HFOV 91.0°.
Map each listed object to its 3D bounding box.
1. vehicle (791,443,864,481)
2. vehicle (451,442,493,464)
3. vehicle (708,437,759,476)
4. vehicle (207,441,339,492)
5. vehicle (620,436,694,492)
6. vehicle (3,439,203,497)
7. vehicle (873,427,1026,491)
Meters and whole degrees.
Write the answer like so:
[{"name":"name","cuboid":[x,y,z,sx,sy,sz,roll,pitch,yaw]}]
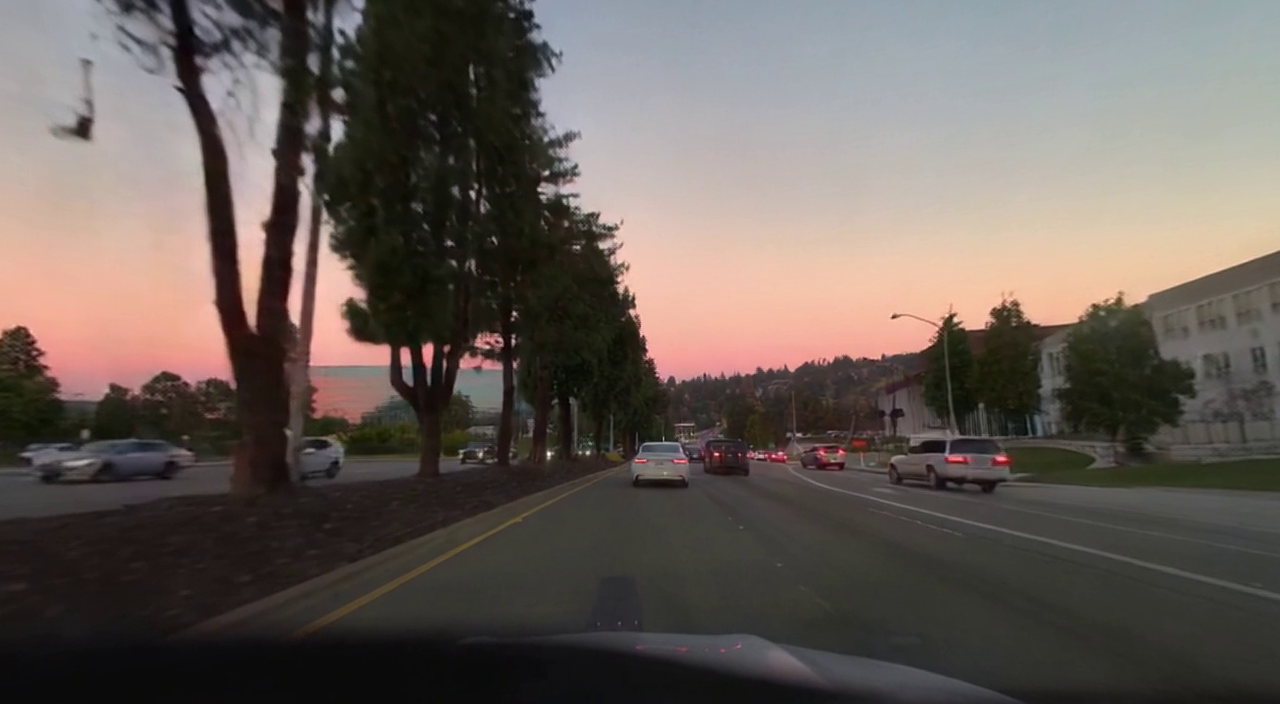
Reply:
[{"name":"vehicle","cuboid":[7.981,4.710,27.199,1.928,1.488,4.361,0,-9,1]},{"name":"vehicle","cuboid":[-12.107,7.290,45.501,1.785,1.503,3.885,0,-9,3]},{"name":"vehicle","cuboid":[4.577,5.193,31.457,1.976,1.796,4.159,0,-9,1]},{"name":"vehicle","cuboid":[-12.555,3.899,21.959,1.869,1.549,4.675,1,-8,-2]},{"name":"vehicle","cuboid":[0.550,3.603,20.530,2.145,1.603,4.369,0,-9,2]},{"name":"vehicle","cuboid":[-16.008,3.454,19.191,2.036,1.524,4.590,0,-9,0]},{"name":"vehicle","cuboid":[11.419,4.030,24.101,2.493,2.084,6.892,0,-9,1]}]
